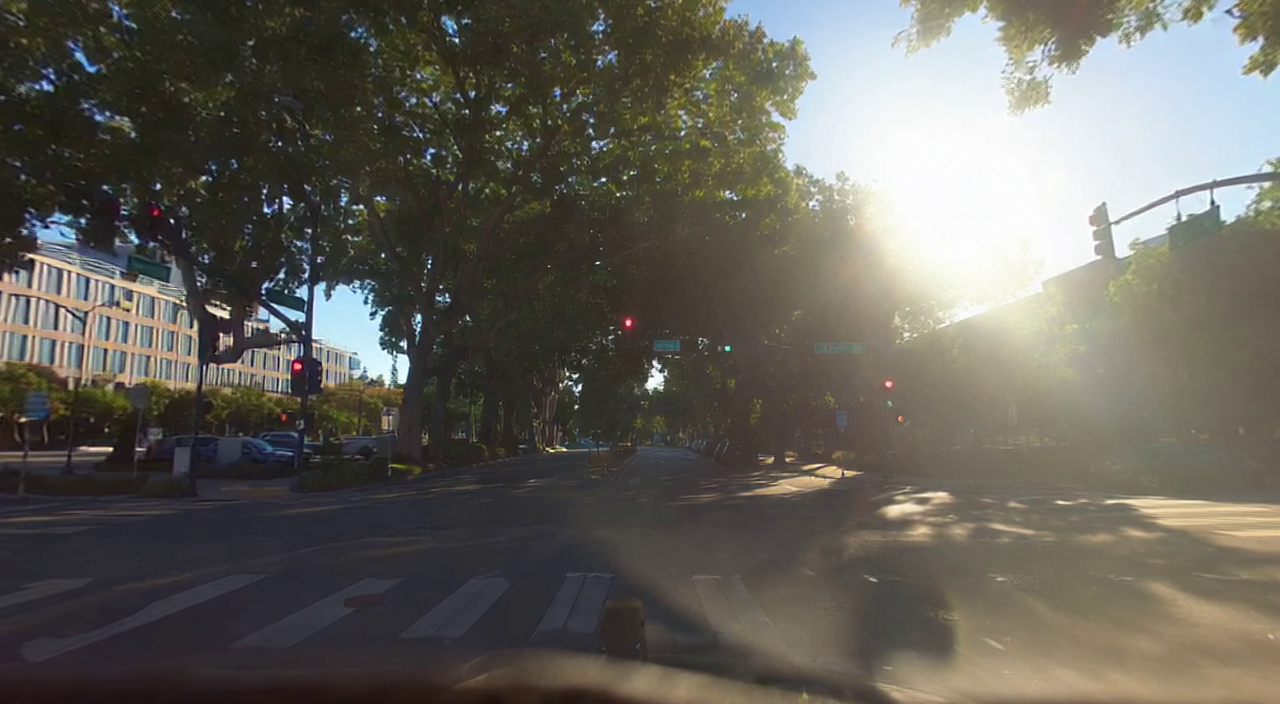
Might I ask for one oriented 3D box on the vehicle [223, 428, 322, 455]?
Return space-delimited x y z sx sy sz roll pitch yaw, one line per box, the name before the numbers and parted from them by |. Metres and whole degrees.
vehicle | -22.412 5.512 38.708 4.765 1.593 1.891 1 -9 -8
